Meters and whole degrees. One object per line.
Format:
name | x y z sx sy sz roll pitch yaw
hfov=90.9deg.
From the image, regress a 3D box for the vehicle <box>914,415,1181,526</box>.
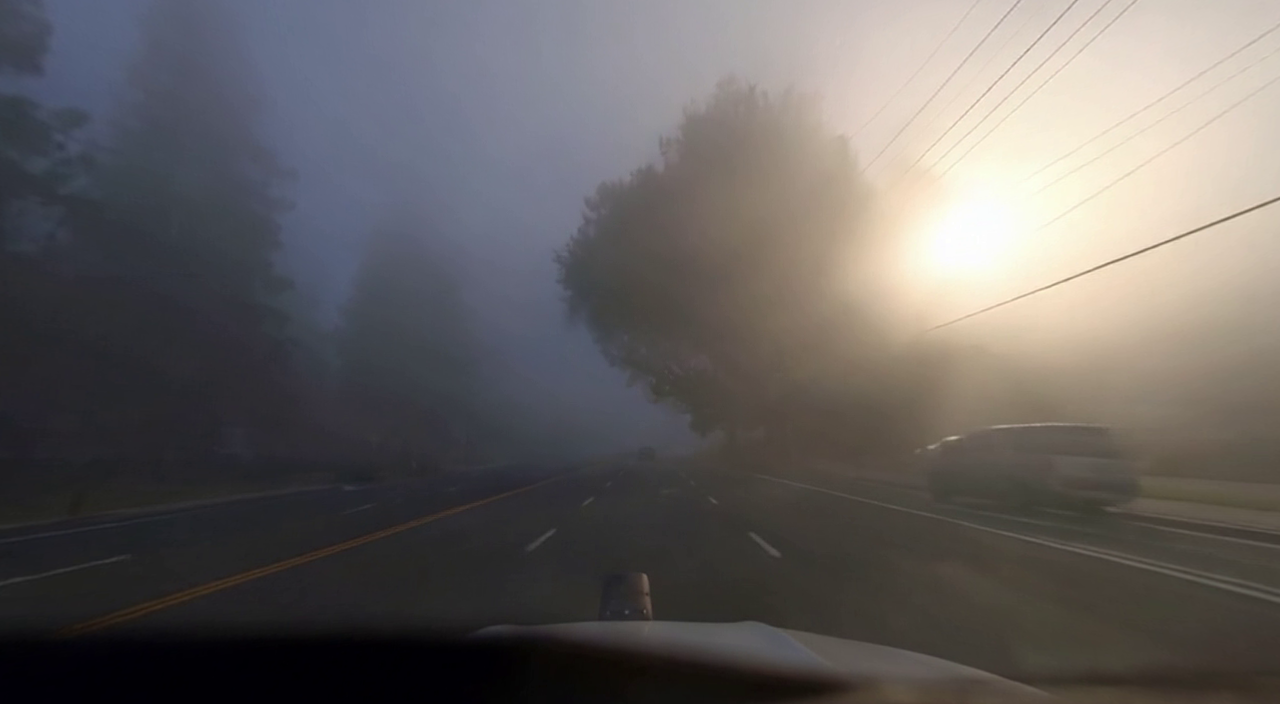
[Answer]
vehicle | 7.723 2.295 12.740 2.200 1.783 4.682 -1 -8 -1
